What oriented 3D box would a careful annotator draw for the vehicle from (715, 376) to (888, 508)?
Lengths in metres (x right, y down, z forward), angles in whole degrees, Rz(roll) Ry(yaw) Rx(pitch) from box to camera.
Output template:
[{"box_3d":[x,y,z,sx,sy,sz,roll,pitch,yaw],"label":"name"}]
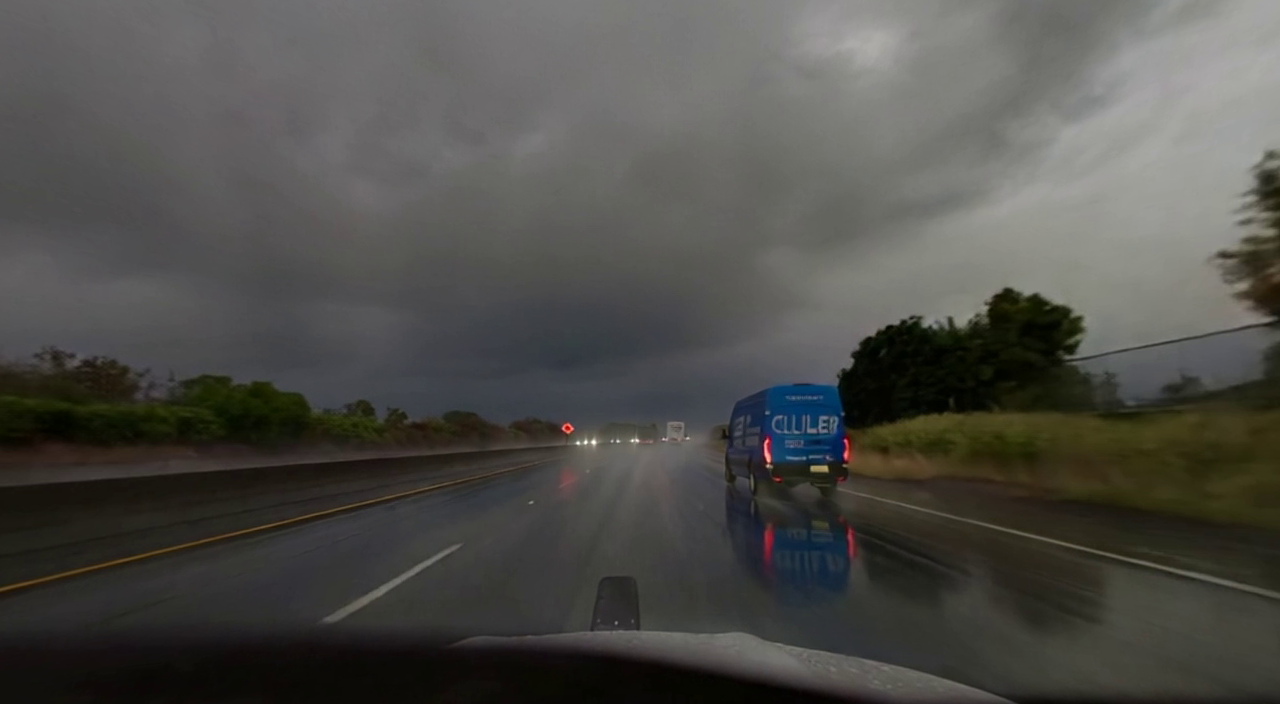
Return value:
[{"box_3d":[3.498,2.141,15.159,2.485,2.562,5.535,0,-8,-2],"label":"vehicle"}]
